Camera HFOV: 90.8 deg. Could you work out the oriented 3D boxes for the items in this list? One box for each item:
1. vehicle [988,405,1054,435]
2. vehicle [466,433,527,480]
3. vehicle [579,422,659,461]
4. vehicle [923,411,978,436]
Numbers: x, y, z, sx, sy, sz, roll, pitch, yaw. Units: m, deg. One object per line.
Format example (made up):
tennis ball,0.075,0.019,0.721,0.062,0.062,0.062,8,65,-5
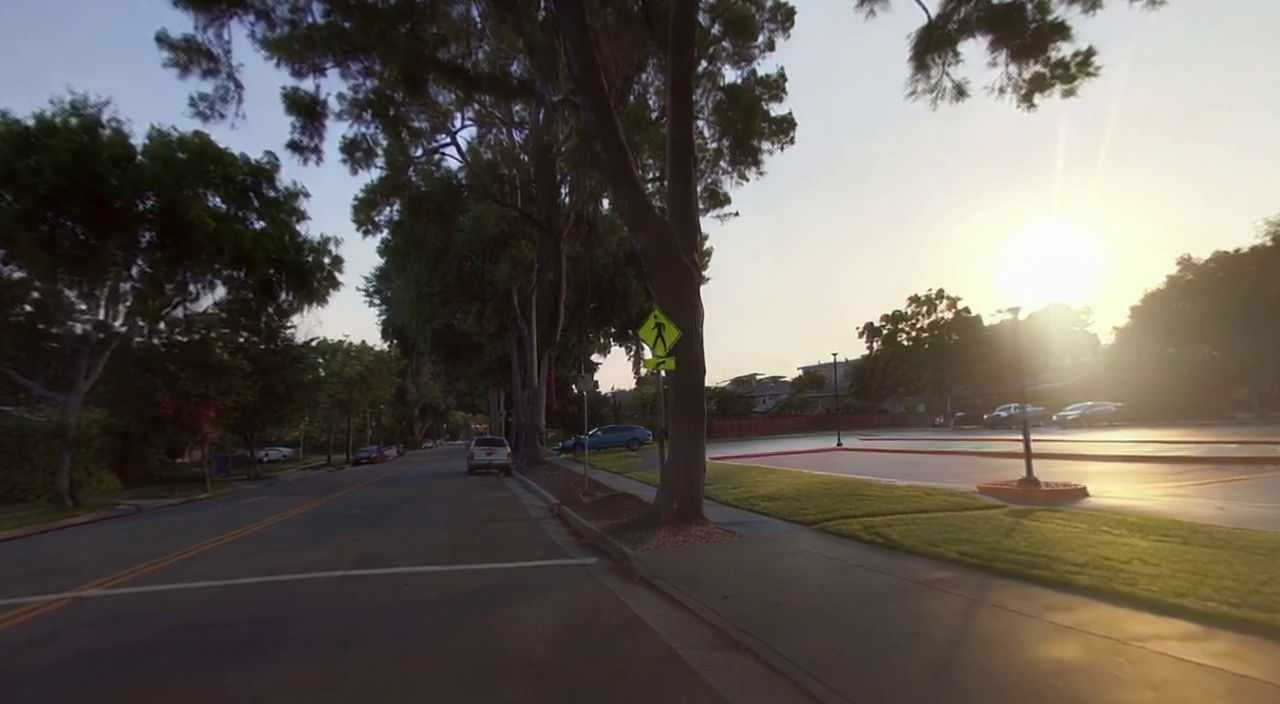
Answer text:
vehicle,23.413,4.206,38.780,4.481,1.634,1.973,7,-11,-39
vehicle,-5.965,4.270,26.056,2.204,1.776,4.262,2,-9,-14
vehicle,-1.147,5.110,36.447,1.954,1.696,4.390,-8,-5,42
vehicle,22.084,5.105,44.835,4.245,1.601,1.912,7,-12,-41
